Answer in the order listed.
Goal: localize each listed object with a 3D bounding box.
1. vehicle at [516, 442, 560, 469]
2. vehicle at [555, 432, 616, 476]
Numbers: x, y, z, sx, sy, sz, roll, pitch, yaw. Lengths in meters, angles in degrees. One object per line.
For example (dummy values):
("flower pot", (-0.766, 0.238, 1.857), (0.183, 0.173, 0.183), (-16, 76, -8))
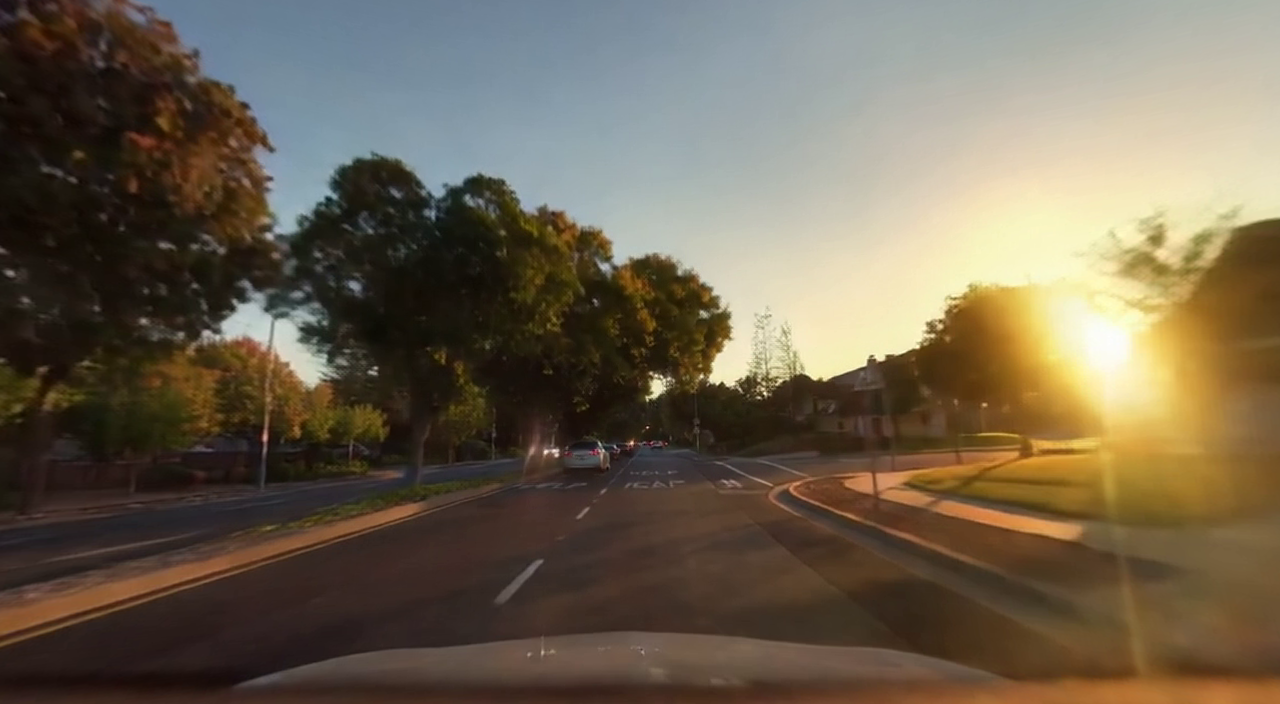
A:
("vehicle", (-5.992, 6.149, 37.575), (1.972, 1.514, 4.241), (1, -8, -1))
("vehicle", (-2.301, 4.463, 27.856), (2.190, 1.766, 4.394), (0, -8, 2))
